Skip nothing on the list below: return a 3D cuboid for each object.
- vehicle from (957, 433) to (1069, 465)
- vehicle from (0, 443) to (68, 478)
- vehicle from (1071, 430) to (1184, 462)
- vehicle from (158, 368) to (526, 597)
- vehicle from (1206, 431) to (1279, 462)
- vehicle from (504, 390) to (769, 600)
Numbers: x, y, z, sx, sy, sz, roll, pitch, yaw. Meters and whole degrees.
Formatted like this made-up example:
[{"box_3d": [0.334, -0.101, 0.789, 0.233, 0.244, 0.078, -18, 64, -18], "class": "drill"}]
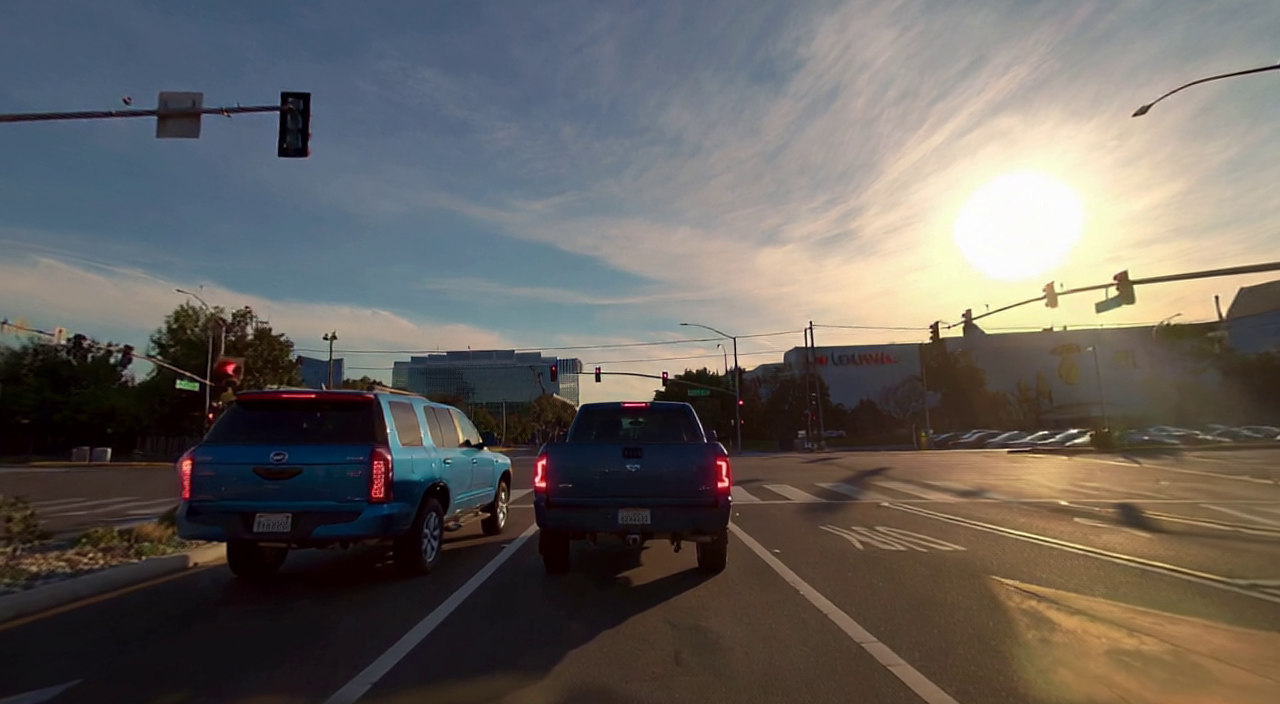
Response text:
[{"box_3d": [19.314, 5.048, 32.651, 4.624, 1.601, 1.871, 0, -8, -3], "class": "vehicle"}, {"box_3d": [-32.169, 5.447, 31.738, 4.406, 1.682, 2.040, 0, -8, -2], "class": "vehicle"}, {"box_3d": [27.945, 5.409, 36.091, 4.849, 1.759, 2.041, 0, -8, -2], "class": "vehicle"}, {"box_3d": [-2.962, 1.450, 7.817, 2.220, 1.926, 4.870, 0, -8, -1], "class": "vehicle"}, {"box_3d": [36.312, 5.507, 36.574, 4.714, 1.754, 2.041, 0, -8, -2], "class": "vehicle"}, {"box_3d": [-0.058, 1.534, 7.662, 2.204, 1.738, 4.690, 0, -8, -1], "class": "vehicle"}]
